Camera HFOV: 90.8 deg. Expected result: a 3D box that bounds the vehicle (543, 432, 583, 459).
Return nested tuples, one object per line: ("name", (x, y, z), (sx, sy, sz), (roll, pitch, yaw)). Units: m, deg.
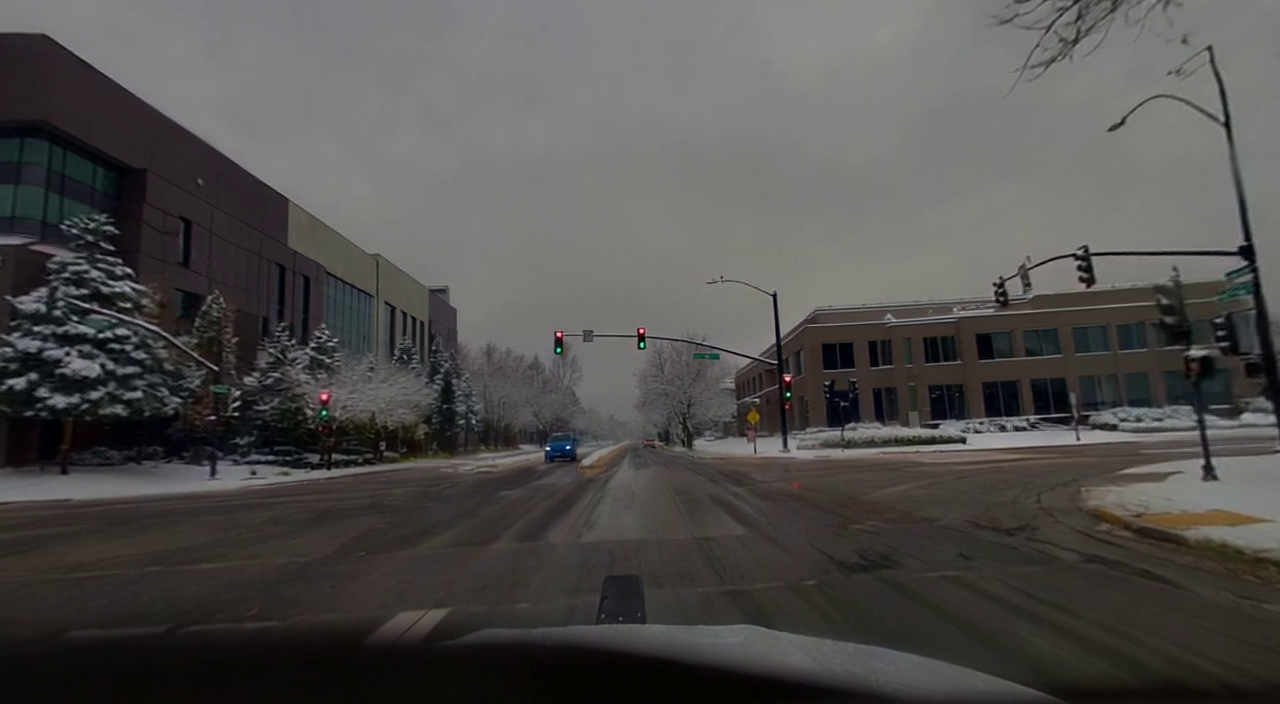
("vehicle", (-4.921, 6.051, 40.886), (1.988, 1.666, 4.074), (0, -8, 1))
